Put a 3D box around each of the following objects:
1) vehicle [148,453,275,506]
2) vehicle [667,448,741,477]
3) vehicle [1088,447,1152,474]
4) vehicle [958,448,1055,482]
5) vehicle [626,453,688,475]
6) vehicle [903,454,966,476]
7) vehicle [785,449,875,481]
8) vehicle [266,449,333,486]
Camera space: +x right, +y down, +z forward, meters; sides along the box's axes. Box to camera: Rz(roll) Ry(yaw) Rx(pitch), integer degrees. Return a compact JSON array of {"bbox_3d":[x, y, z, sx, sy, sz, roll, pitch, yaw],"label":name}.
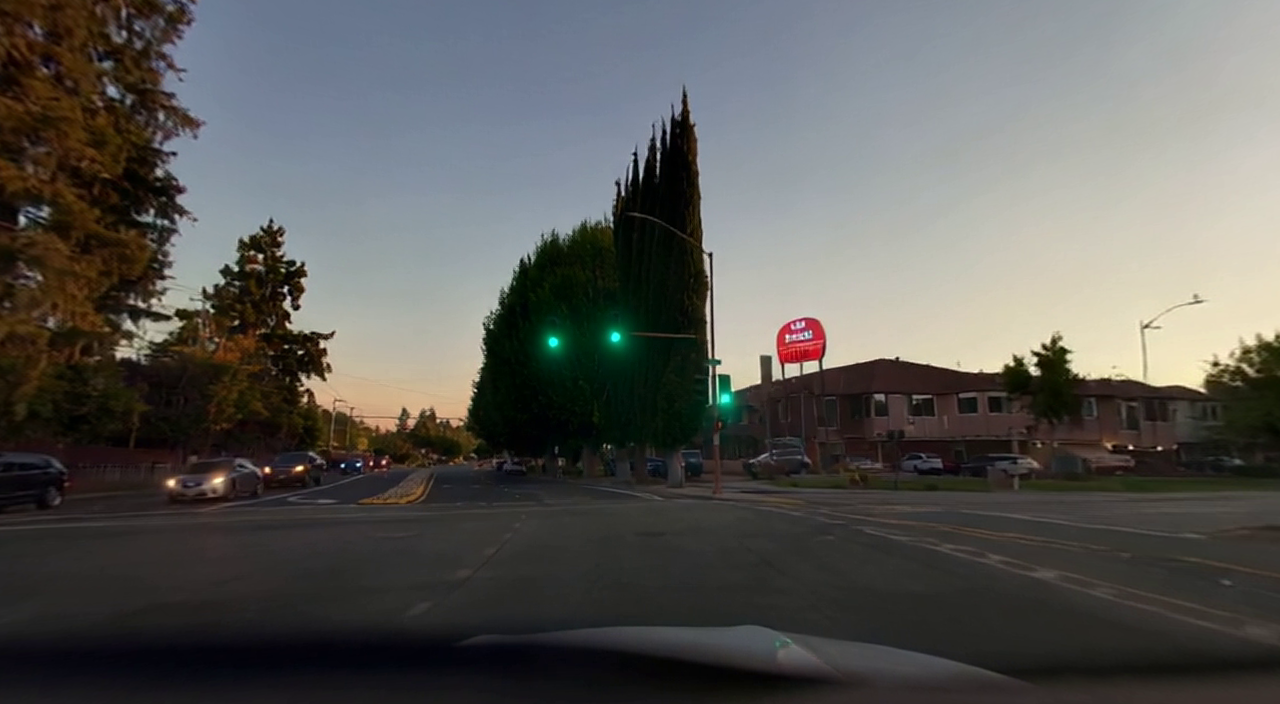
[{"bbox_3d":[-14.274,4.221,21.364,1.961,1.492,4.702,2,-9,-14],"label":"vehicle"},{"bbox_3d":[4.245,7.247,41.458,4.669,1.770,1.896,6,-10,-35],"label":"vehicle"},{"bbox_3d":[35.162,7.891,46.124,4.689,1.888,2.114,5,-10,-33],"label":"vehicle"},{"bbox_3d":[19.779,6.052,34.040,4.530,1.696,1.979,3,-9,-19],"label":"vehicle"},{"bbox_3d":[1.244,8.207,46.175,4.257,1.474,1.751,4,-9,-25],"label":"vehicle"},{"bbox_3d":[20.402,7.793,43.640,4.324,1.437,1.865,6,-10,-33],"label":"vehicle"},{"bbox_3d":[10.639,6.299,35.297,4.375,1.685,2.045,3,-9,-18],"label":"vehicle"},{"bbox_3d":[-18.303,6.173,34.151,2.049,1.817,5.292,2,-9,-16],"label":"vehicle"}]
